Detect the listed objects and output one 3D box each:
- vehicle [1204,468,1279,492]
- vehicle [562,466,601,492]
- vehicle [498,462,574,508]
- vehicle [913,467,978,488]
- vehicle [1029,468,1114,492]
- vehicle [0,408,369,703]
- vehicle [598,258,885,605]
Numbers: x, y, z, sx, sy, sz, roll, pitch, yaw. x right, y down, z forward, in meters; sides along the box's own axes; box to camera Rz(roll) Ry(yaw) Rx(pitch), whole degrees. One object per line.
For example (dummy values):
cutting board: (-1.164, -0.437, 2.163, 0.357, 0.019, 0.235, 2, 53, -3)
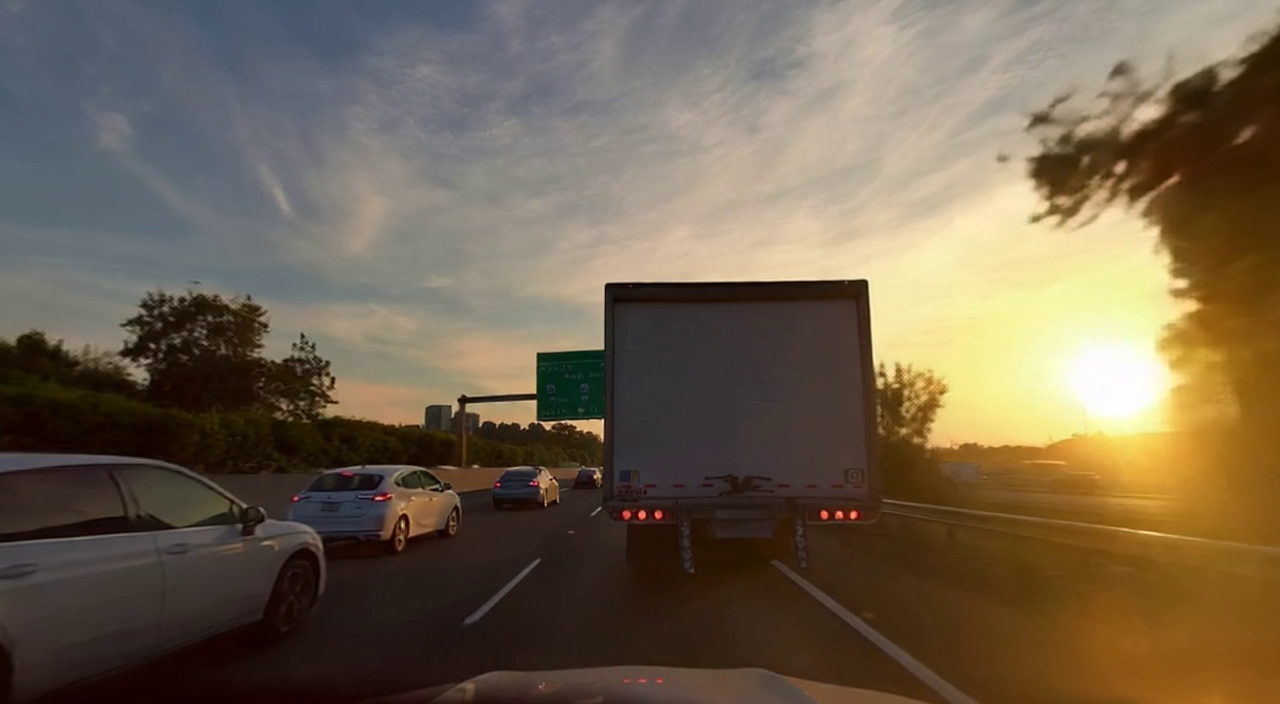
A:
vehicle: (39.717, 8.371, 41.141, 3.974, 1.485, 1.709, 0, -11, 1)
vehicle: (-3.439, 7.535, 37.552, 1.867, 1.418, 3.670, 0, -11, 2)
vehicle: (-3.743, 4.885, 23.439, 1.964, 1.482, 4.371, 0, -11, 1)
vehicle: (22.786, 9.320, 46.947, 4.107, 1.485, 1.796, -6, -12, 30)
vehicle: (29.028, 8.614, 42.545, 4.299, 1.465, 1.807, -3, -11, 17)
vehicle: (-3.494, 1.133, 3.302, 1.983, 1.509, 4.679, 0, -11, 1)
vehicle: (0.922, 1.537, 10.779, 2.831, 3.529, 8.689, 1, -11, -1)
